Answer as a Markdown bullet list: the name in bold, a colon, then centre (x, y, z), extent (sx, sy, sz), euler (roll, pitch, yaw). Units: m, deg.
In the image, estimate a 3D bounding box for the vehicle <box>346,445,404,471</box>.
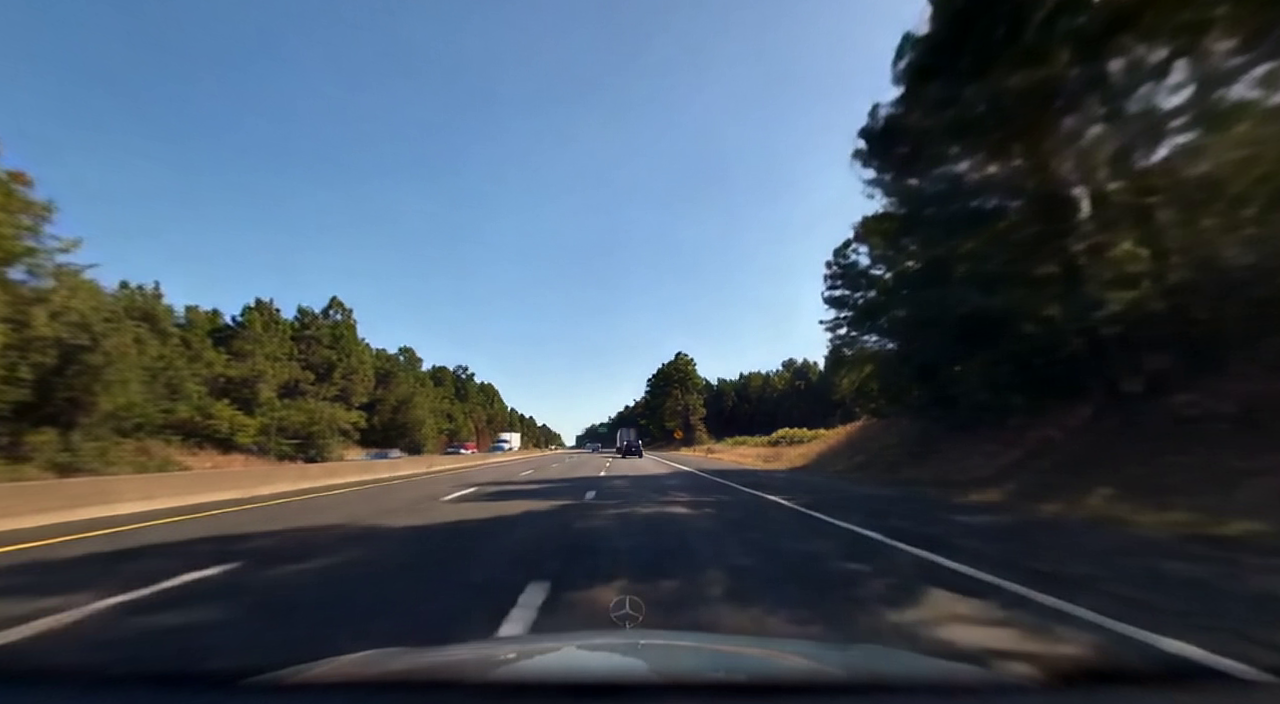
- **vehicle**: centre (-16.859, 6.743, 40.280), extent (1.930, 1.507, 4.314), euler (0, -8, -2)
